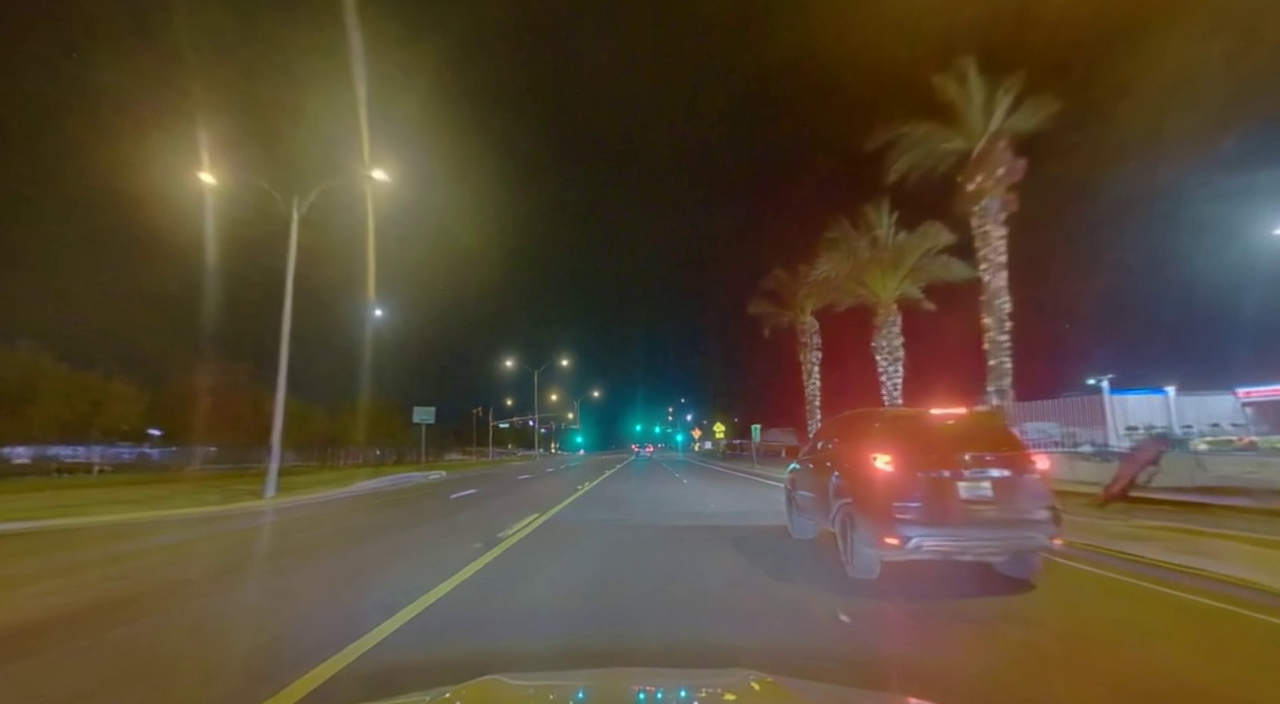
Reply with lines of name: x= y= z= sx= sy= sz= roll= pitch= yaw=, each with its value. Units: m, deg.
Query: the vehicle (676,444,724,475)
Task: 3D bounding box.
vehicle: x=3.220 y=5.869 z=34.632 sx=2.148 sy=1.562 sz=4.642 roll=0 pitch=-8 yaw=0

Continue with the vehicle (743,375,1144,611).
vehicle: x=3.002 y=1.594 z=8.161 sx=2.386 sy=1.970 sz=5.665 roll=0 pitch=-8 yaw=0
